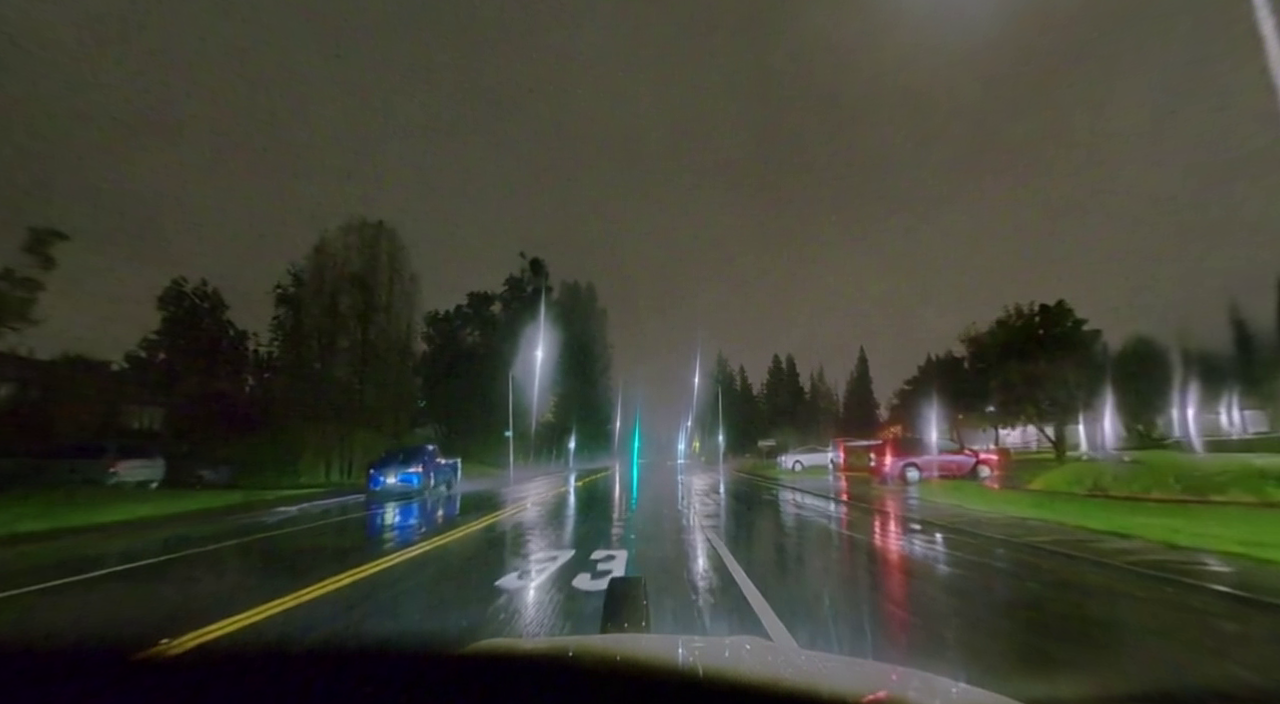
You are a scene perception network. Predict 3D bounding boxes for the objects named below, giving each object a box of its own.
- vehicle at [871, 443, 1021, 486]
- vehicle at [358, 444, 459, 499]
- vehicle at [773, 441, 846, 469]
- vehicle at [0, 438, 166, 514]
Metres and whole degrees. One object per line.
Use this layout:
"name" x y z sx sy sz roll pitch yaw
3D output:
"vehicle" 10.996 4.068 22.895 4.460 1.456 1.804 -1 -9 3
"vehicle" -8.607 4.435 23.917 2.142 1.723 4.275 -3 -8 1
"vehicle" 11.831 7.203 44.130 4.537 1.828 2.020 -1 -9 3
"vehicle" -15.878 3.255 16.798 4.753 1.850 2.127 0 -9 1
